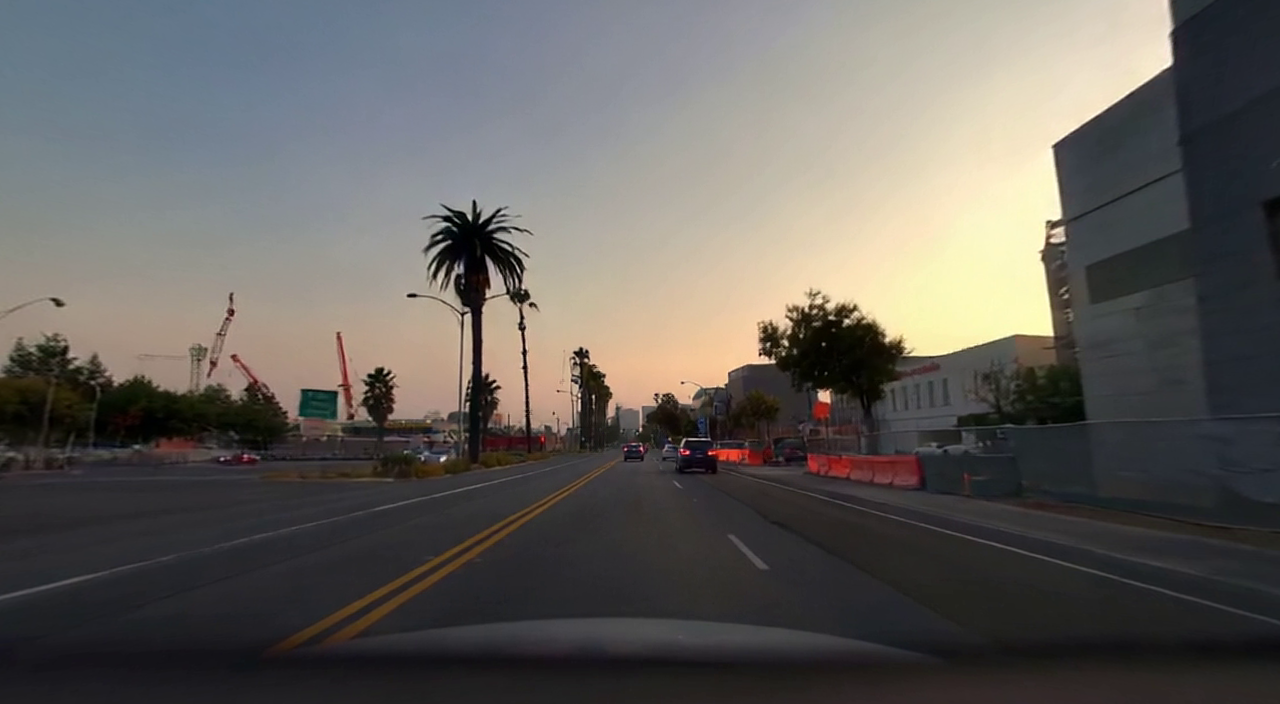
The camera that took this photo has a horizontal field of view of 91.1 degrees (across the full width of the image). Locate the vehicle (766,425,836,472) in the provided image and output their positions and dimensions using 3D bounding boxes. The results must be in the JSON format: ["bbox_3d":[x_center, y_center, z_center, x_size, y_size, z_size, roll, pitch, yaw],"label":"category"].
[{"bbox_3d":[11.204,6.669,43.541,2.609,2.976,4.867,-7,-11,41],"label":"vehicle"}]

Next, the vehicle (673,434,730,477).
[{"bbox_3d":[3.001,5.228,32.129,2.386,1.970,5.665,0,-8,0],"label":"vehicle"}]
